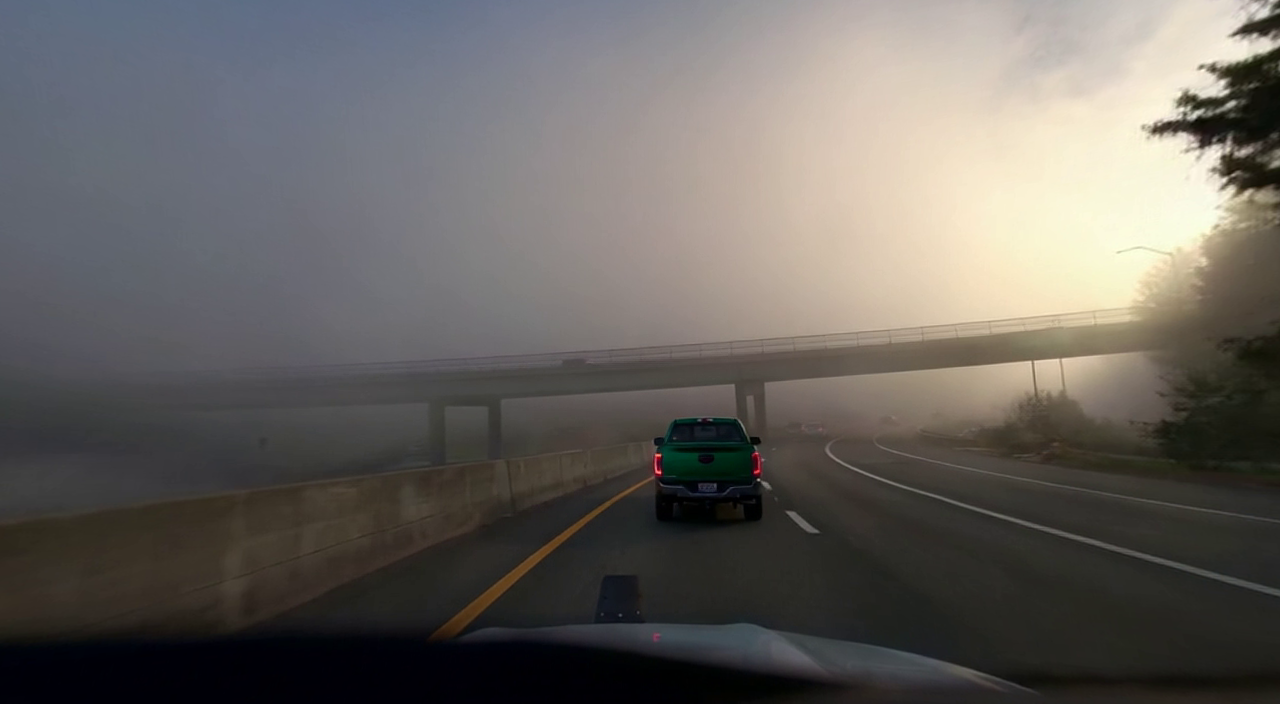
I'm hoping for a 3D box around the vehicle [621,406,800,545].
[{"bbox_3d":[1.092,1.887,10.242,2.235,1.716,4.435,-1,-8,6],"label":"vehicle"}]
